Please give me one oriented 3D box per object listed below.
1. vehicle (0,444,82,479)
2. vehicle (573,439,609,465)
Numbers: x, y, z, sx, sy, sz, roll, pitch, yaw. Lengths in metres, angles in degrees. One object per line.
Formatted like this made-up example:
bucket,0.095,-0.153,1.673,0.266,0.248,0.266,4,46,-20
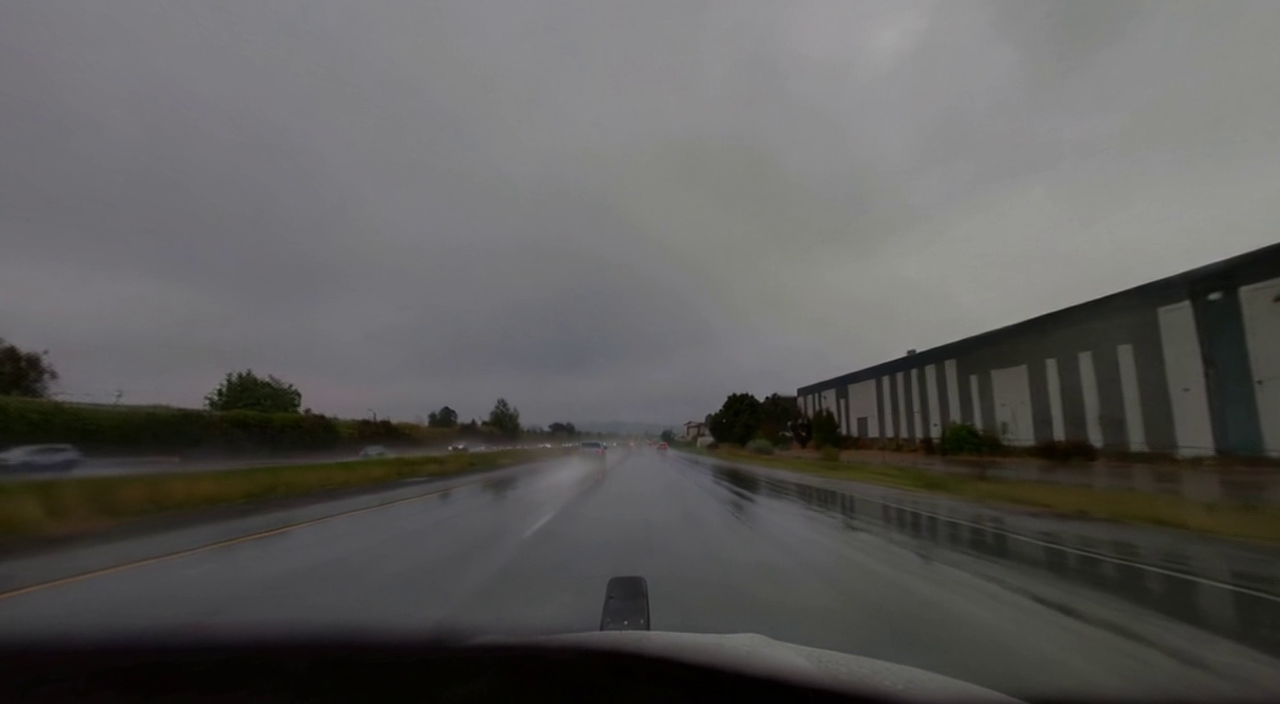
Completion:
vehicle,-35.770,6.238,36.184,2.153,1.874,5.710,0,-9,0
vehicle,-3.650,7.554,47.900,2.218,1.850,4.774,0,-9,1
